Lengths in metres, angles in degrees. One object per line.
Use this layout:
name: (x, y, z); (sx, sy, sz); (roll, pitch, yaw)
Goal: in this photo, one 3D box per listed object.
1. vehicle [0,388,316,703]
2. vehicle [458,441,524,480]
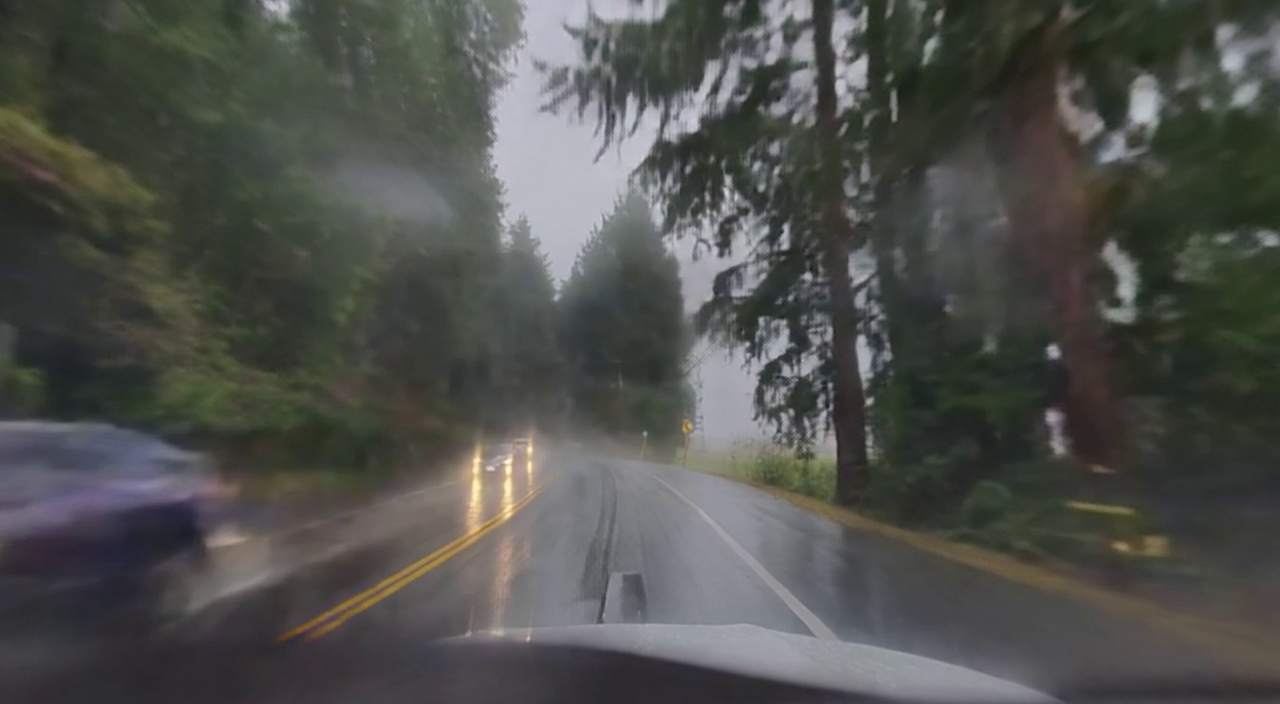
vehicle: (-4.405, 1.141, 4.085); (2.165, 1.648, 4.605); (0, -9, 0)
vehicle: (-6.098, 4.473, 26.367); (1.965, 1.486, 4.385); (1, -9, -4)
